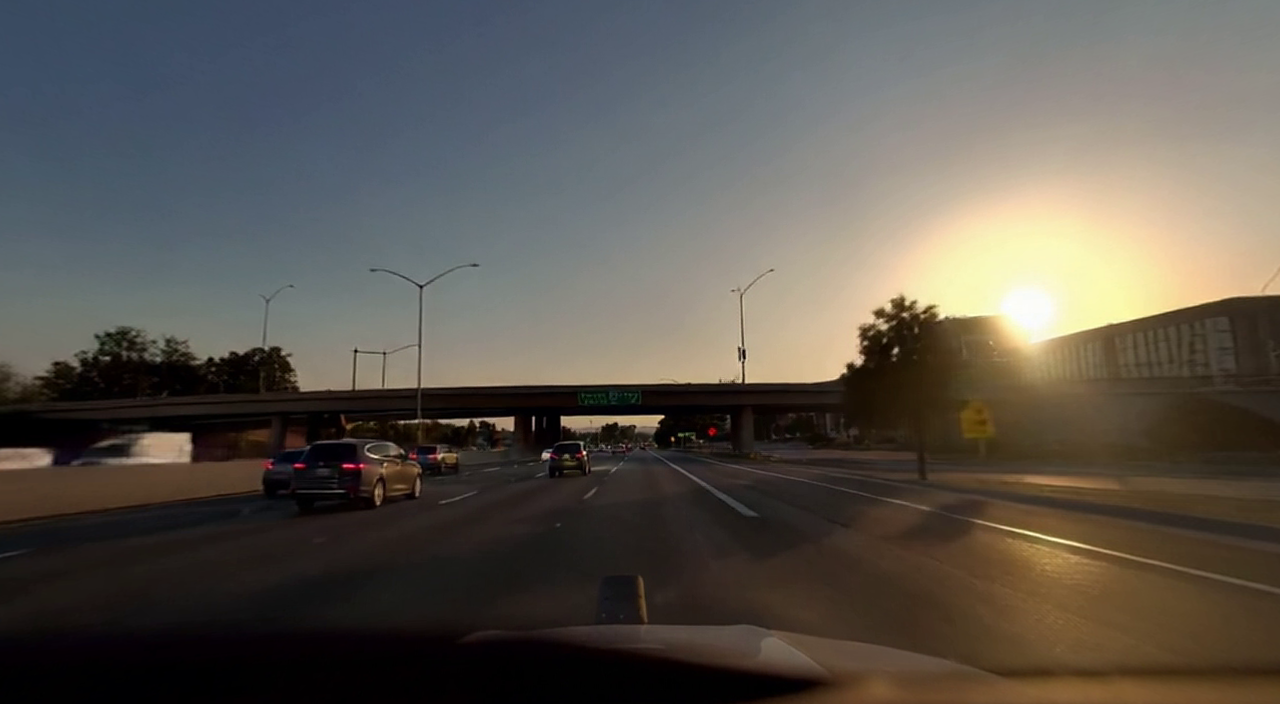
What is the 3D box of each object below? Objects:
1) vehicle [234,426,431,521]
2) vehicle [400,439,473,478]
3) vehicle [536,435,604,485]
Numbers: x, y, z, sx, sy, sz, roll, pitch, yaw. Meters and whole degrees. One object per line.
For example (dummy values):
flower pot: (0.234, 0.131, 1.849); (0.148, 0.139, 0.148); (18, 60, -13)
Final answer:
vehicle: (-6.630, 2.654, 14.411); (2.015, 1.762, 4.790); (0, -8, 1)
vehicle: (-9.897, 5.193, 31.119); (1.969, 1.759, 4.758); (0, -8, 0)
vehicle: (-2.530, 4.009, 23.821); (2.027, 1.697, 4.307); (0, -8, 1)
